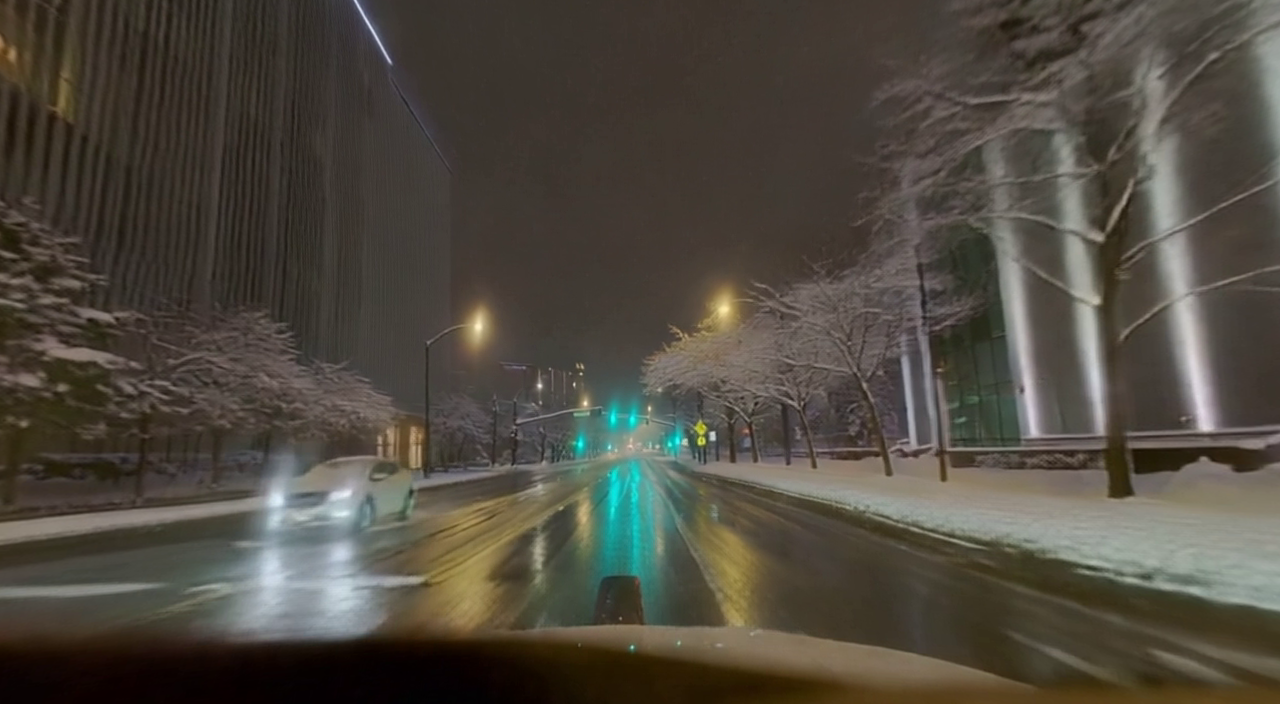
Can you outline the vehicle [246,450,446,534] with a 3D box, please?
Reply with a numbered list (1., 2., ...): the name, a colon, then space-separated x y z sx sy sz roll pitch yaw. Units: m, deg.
1. vehicle: -6.307 3.020 14.376 2.037 1.563 4.754 -1 -9 4
